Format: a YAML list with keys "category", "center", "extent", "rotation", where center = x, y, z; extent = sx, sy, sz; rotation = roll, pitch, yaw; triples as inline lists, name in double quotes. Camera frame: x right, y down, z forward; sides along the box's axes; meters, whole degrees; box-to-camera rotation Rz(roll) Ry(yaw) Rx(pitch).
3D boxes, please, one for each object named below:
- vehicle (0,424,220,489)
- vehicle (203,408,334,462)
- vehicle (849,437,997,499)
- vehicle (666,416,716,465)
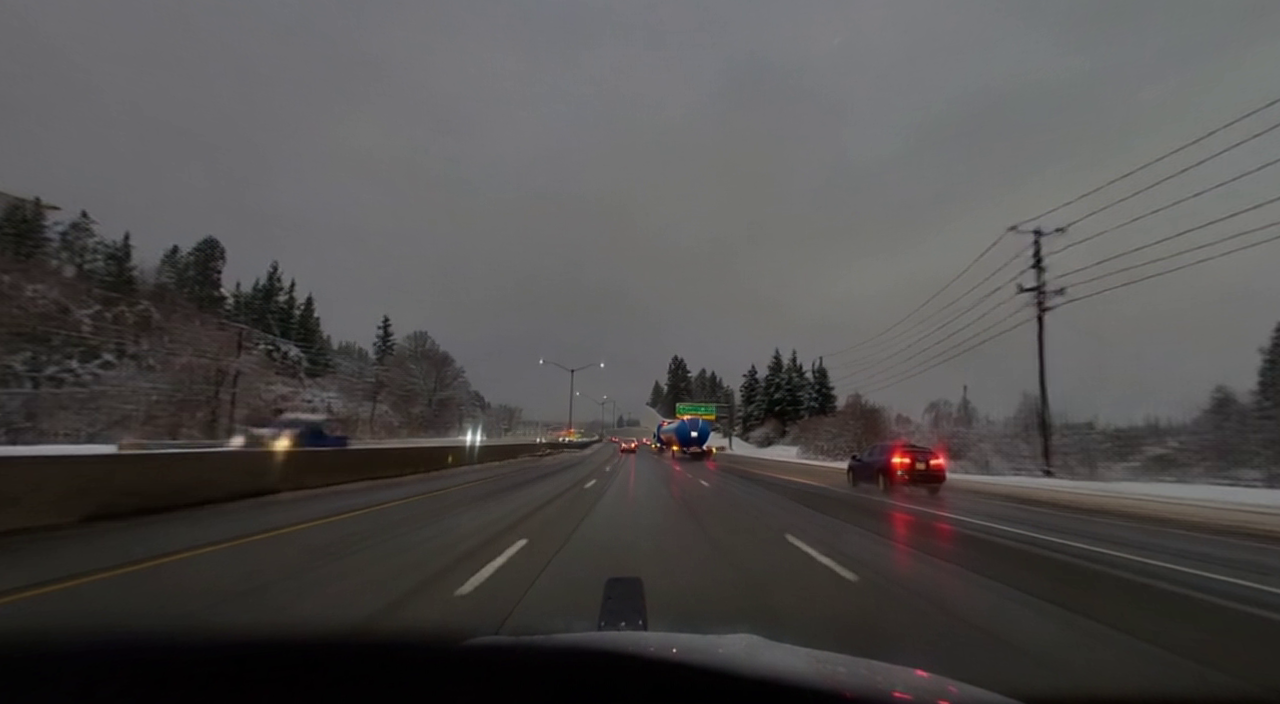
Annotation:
- category: "vehicle"
  center: [-13.815, 2.738, 16.832]
  extent: [2.199, 1.484, 4.300]
  rotation: [0, -8, 0]
- category: "vehicle"
  center: [-17.571, 4.027, 30.357]
  extent: [2.710, 2.301, 6.010]
  rotation: [0, -8, -1]
- category: "vehicle"
  center: [7.544, 3.113, 17.447]
  extent: [1.905, 1.480, 4.624]
  rotation: [0, -8, -1]
- category: "vehicle"
  center: [3.526, 6.388, 45.360]
  extent: [2.791, 3.179, 8.074]
  rotation: [0, -8, -1]
